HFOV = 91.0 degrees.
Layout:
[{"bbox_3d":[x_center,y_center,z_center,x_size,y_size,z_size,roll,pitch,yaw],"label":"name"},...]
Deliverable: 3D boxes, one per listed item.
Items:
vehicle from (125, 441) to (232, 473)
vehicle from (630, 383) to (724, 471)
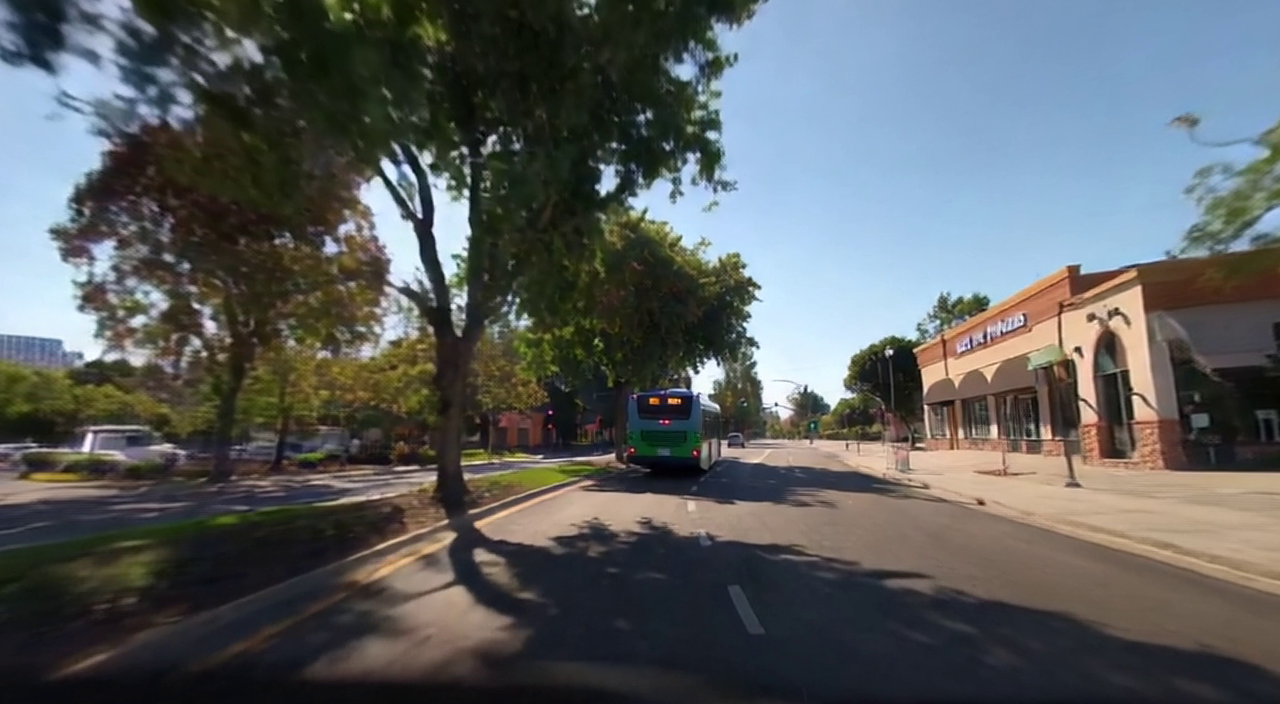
[{"bbox_3d":[-26.066,5.935,35.769,1.798,1.484,4.546,-5,-7,24],"label":"vehicle"},{"bbox_3d":[2.119,3.731,30.078,3.031,3.429,11.005,-2,-9,11],"label":"vehicle"}]
